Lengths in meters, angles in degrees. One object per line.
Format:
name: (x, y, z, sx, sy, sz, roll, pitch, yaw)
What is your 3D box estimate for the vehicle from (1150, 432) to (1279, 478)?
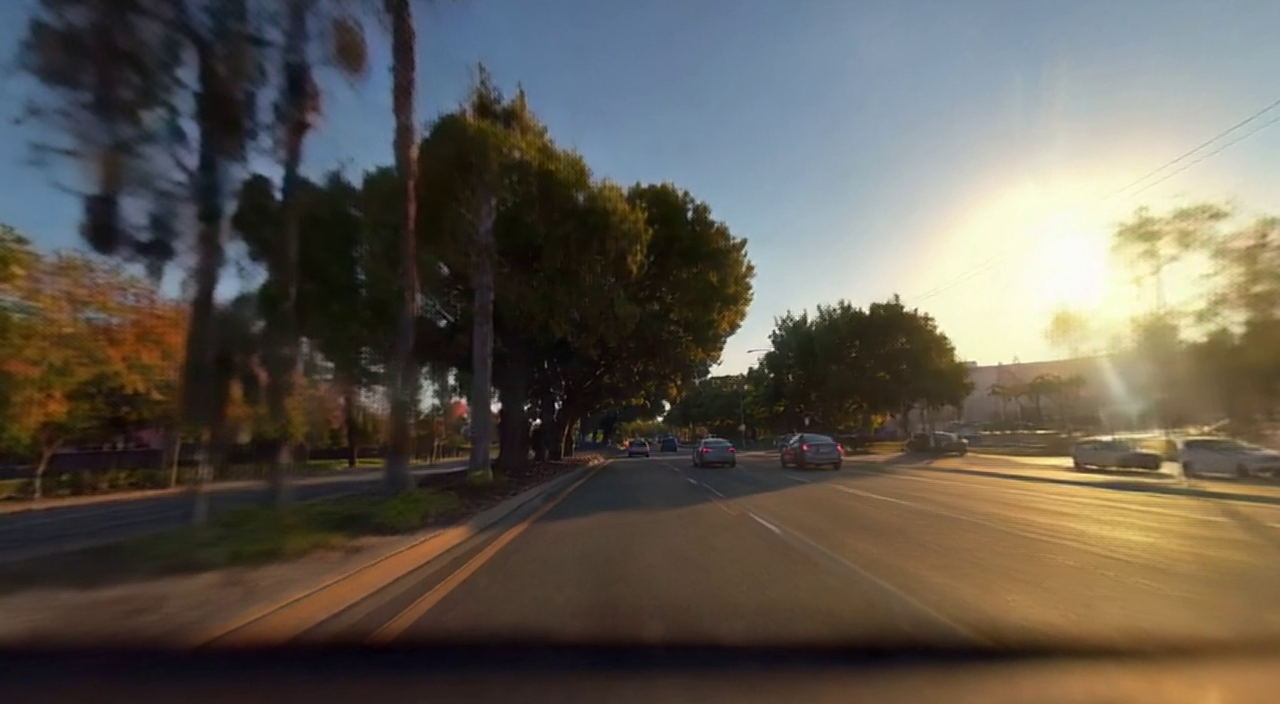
vehicle: (21.006, 3.621, 22.439, 1.852, 1.448, 4.601, 0, -9, -1)

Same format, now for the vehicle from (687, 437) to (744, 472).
vehicle: (3.296, 4.578, 28.403, 1.875, 1.452, 4.453, 0, -9, -2)

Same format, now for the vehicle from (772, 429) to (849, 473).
vehicle: (6.971, 4.102, 26.340, 1.916, 1.646, 4.258, 0, -9, -1)

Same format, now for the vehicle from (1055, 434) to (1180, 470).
vehicle: (20.995, 4.421, 28.073, 1.844, 1.464, 4.546, 0, -9, -3)

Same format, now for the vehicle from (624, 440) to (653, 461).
vehicle: (-0.144, 7.270, 46.729, 2.031, 1.444, 4.361, 0, -9, -1)

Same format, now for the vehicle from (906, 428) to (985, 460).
vehicle: (20.867, 6.340, 43.568, 2.304, 2.044, 5.894, 0, -9, -2)
